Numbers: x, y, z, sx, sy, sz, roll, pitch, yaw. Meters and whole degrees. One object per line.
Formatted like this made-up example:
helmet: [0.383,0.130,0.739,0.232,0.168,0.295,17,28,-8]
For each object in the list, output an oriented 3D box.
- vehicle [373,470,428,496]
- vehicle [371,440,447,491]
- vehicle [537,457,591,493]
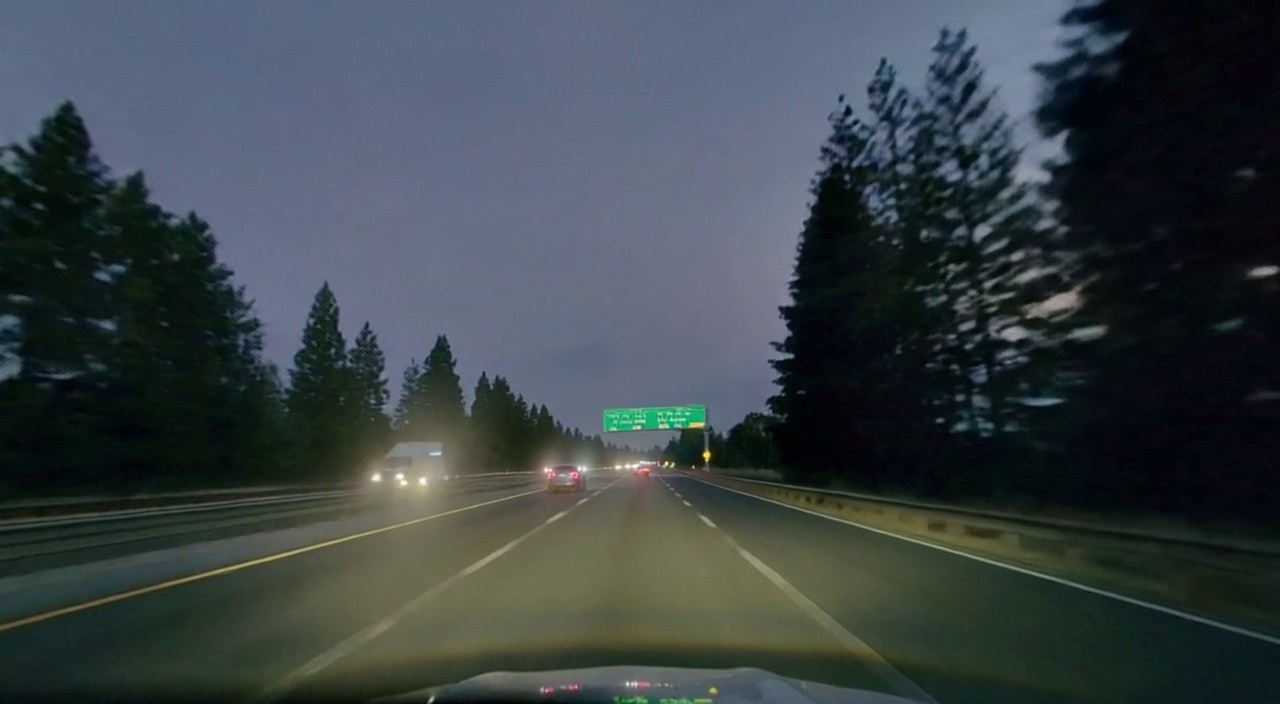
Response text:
vehicle: [-13.647,7.459,36.076,1.628,1.379,3.634,0,-10,1]
vehicle: [-17.268,8.600,47.744,2.776,3.469,7.357,0,-10,1]
vehicle: [-3.723,6.119,31.487,2.081,1.586,4.245,0,-10,1]
